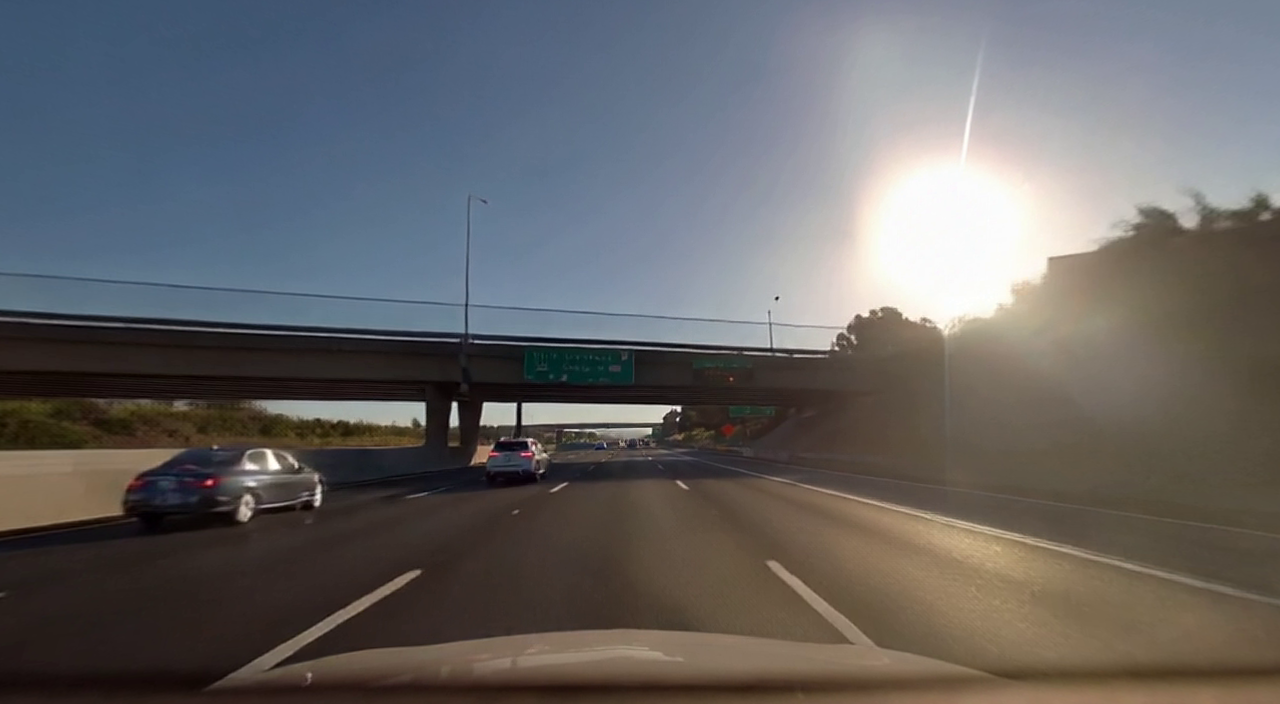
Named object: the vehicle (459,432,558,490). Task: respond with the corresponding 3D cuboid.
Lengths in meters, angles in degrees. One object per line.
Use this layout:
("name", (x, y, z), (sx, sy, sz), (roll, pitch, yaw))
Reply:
("vehicle", (-4.228, 3.586, 21.162), (2.200, 1.662, 5.091), (0, -8, 0))

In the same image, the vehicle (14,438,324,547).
("vehicle", (-7.920, 2.348, 11.394), (1.924, 1.519, 4.791), (0, -8, 0))
